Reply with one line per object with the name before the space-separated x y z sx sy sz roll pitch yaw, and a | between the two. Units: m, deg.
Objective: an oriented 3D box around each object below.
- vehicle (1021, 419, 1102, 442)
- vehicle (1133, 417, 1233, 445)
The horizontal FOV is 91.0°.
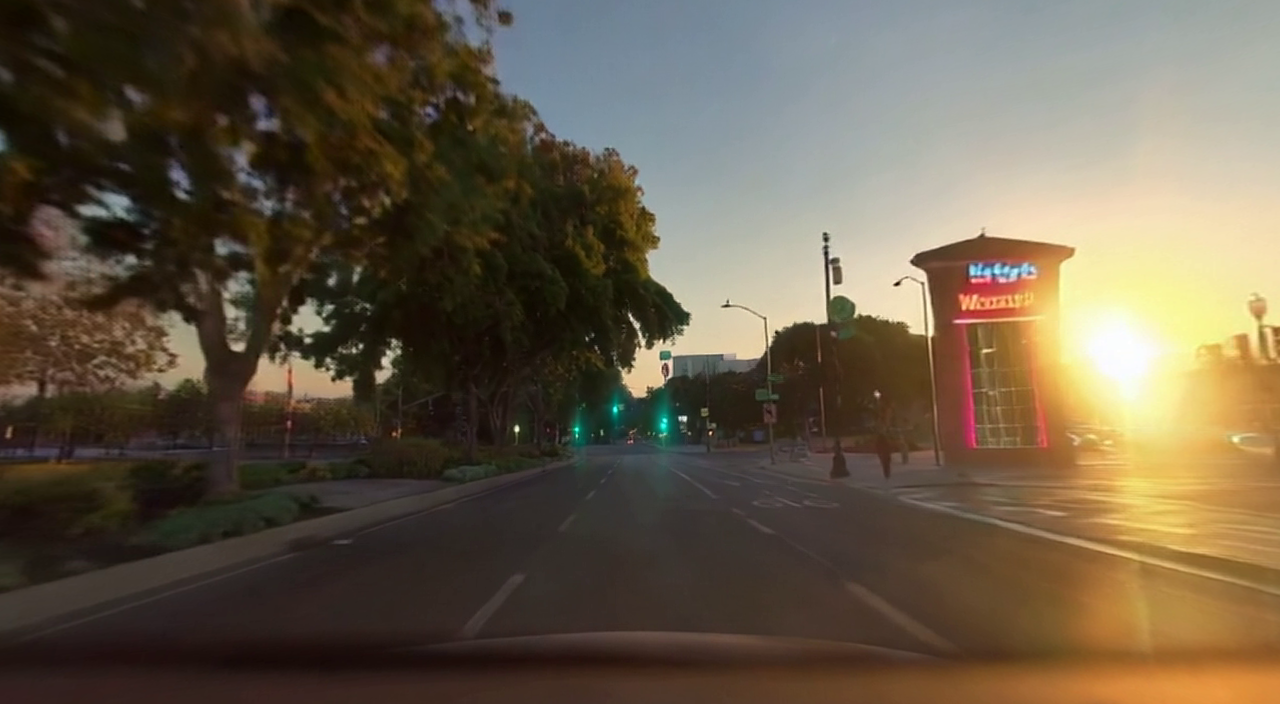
vehicle | 32.315 6.048 48.379 4.763 1.725 2.082 0 -8 -2
vehicle | 31.765 4.641 36.922 4.051 1.611 1.944 0 -8 -2
